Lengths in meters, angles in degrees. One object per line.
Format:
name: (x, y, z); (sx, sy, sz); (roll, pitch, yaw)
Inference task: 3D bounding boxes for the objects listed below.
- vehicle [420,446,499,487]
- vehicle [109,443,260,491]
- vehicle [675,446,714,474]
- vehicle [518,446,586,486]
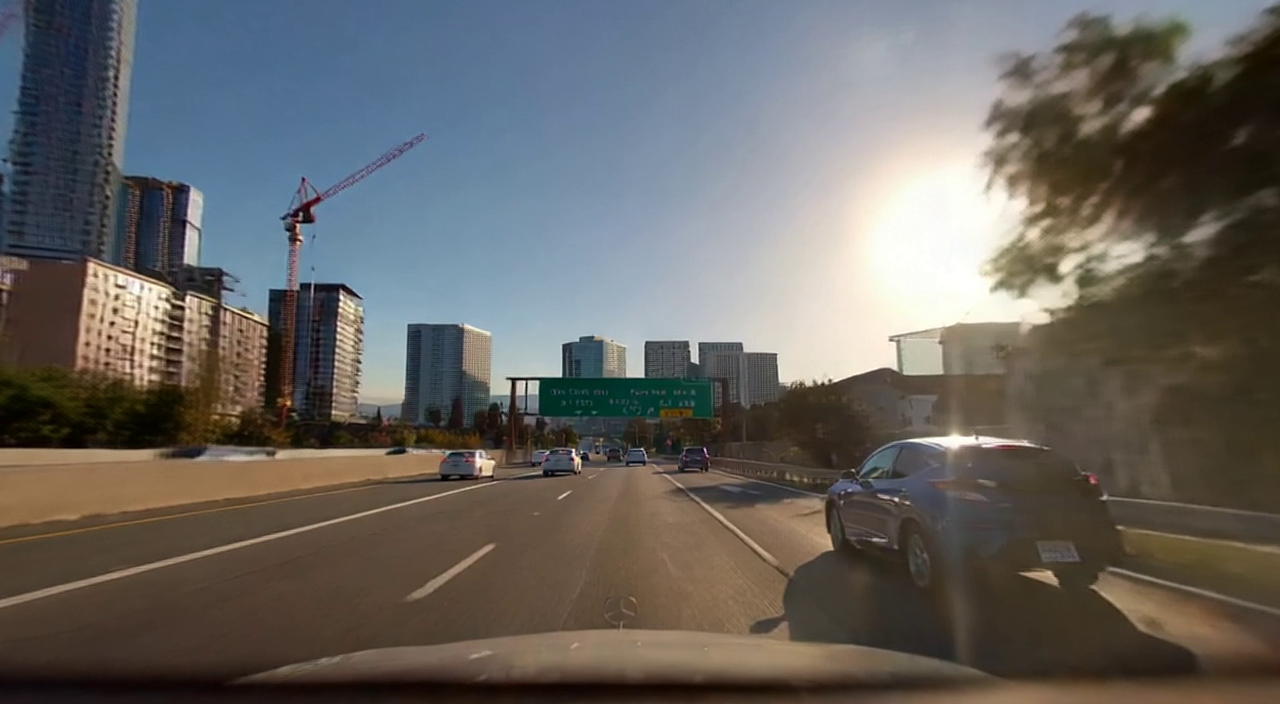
vehicle: (-7.383, 4.701, 26.256); (1.951, 1.528, 4.209); (0, -8, 1)
vehicle: (-16.373, 4.116, 23.120); (1.984, 1.539, 4.752); (0, -8, 0)
vehicle: (3.312, 6.667, 39.313); (1.978, 1.602, 4.092); (0, -8, -1)
vehicle: (-3.562, 4.717, 26.486); (2.136, 1.512, 4.488); (0, -8, 1)
